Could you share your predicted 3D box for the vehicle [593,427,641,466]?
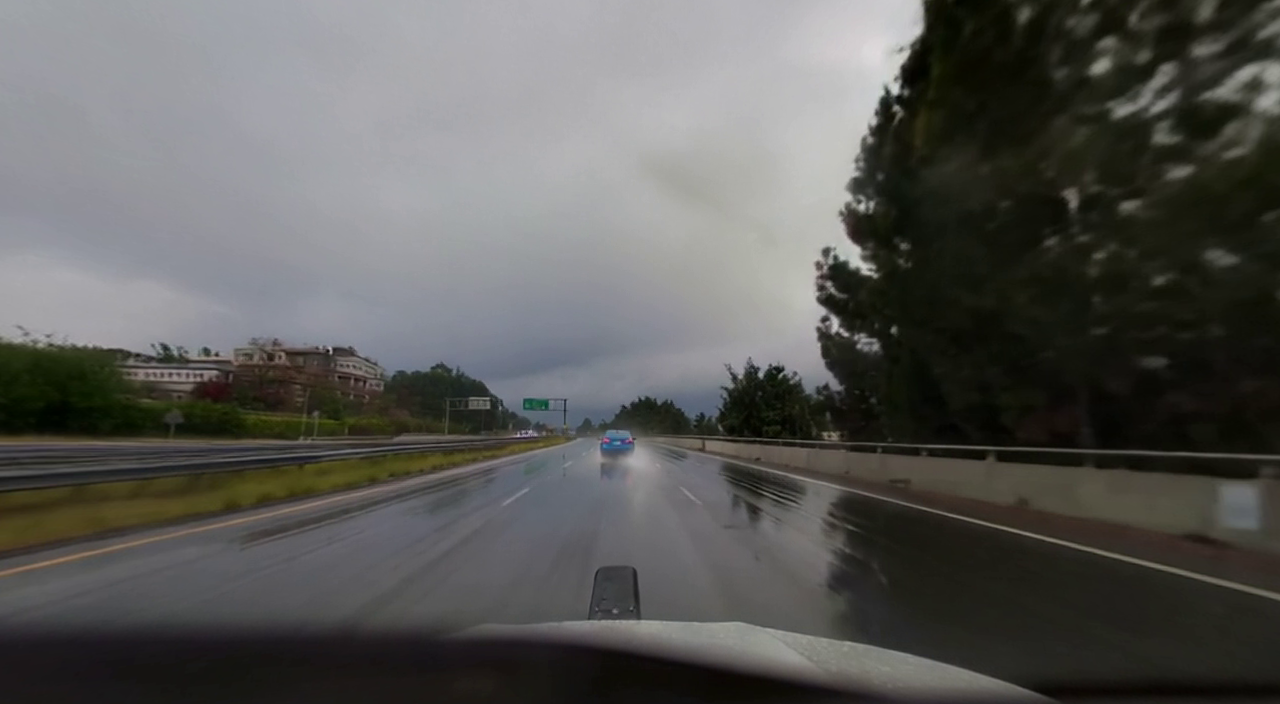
[{"bbox_3d":[-1.030,4.241,28.454,2.020,1.633,3.942,0,-8,-2],"label":"vehicle"}]
